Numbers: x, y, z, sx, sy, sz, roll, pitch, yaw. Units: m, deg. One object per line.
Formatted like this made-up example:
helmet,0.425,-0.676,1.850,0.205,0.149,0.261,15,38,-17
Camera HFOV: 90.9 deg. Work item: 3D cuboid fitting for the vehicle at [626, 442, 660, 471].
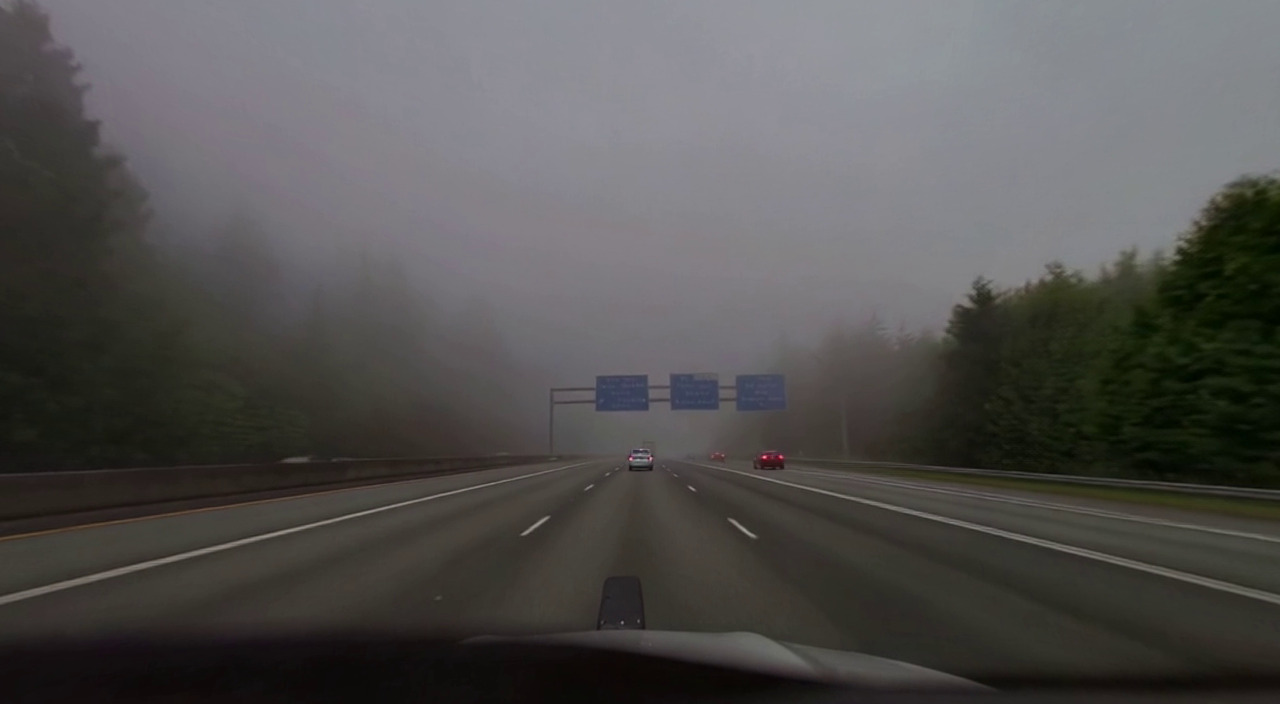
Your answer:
vehicle,0.202,7.113,43.015,2.167,1.847,4.097,0,-9,1

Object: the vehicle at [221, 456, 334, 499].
vehicle,-14.367,4.969,25.299,1.841,1.472,4.463,0,-9,0
